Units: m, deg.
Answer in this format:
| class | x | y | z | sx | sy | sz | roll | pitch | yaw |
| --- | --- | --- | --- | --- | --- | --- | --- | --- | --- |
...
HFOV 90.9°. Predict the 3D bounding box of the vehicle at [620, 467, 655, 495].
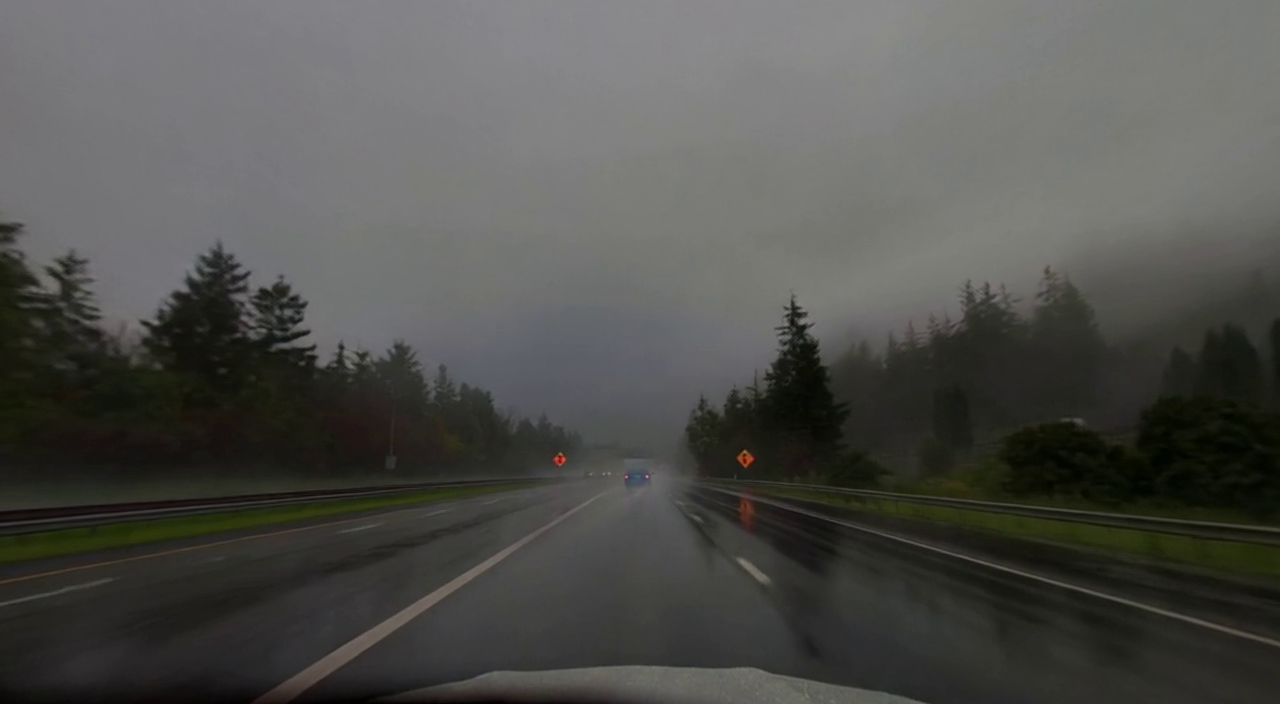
| class | x | y | z | sx | sy | sz | roll | pitch | yaw |
| --- | --- | --- | --- | --- | --- | --- | --- | --- | --- |
| vehicle | -0.145 | 7.707 | 37.938 | 2.016 | 1.530 | 4.009 | 1 | -11 | 0 |
